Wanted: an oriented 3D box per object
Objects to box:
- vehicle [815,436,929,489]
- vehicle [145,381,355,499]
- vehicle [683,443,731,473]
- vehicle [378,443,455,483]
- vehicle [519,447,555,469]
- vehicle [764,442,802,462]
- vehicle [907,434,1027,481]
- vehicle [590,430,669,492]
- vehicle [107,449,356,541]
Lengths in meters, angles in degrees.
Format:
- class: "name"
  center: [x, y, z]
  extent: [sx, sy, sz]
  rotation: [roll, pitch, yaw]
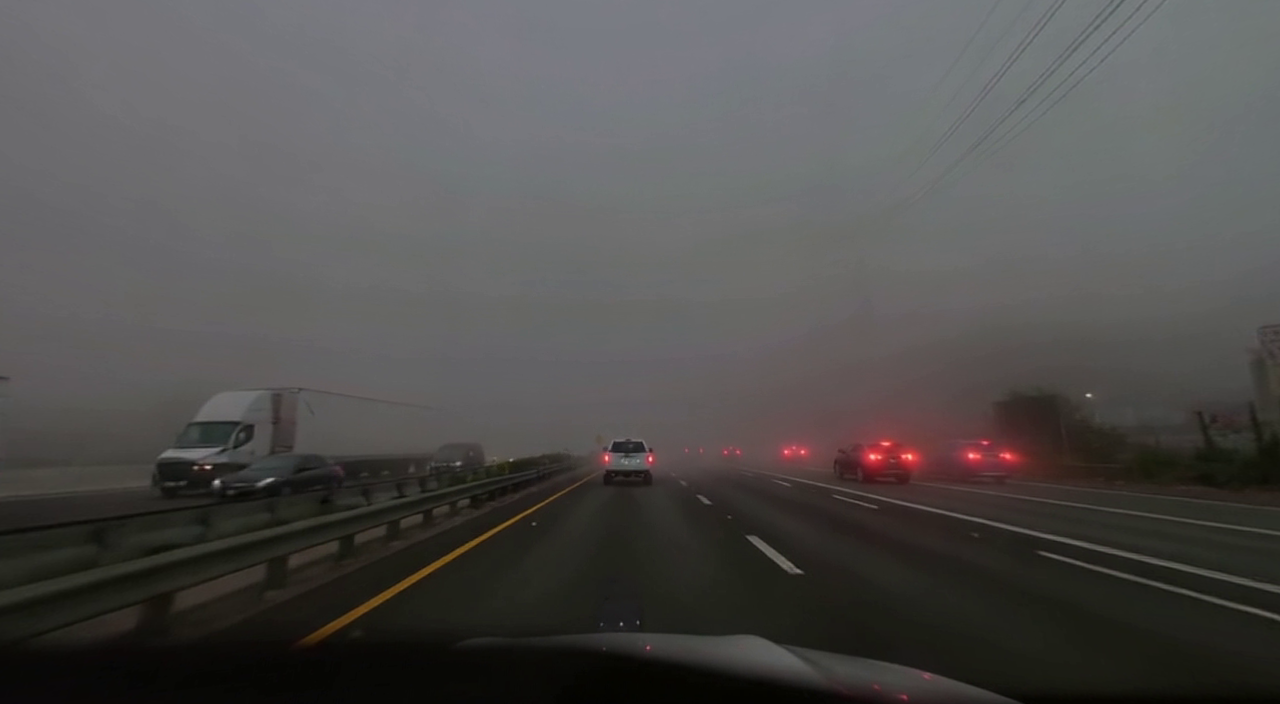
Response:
- class: "vehicle"
  center: [7.145, 3.442, 20.001]
  extent: [1.958, 1.473, 4.201]
  rotation: [0, -9, -1]
- class: "vehicle"
  center: [-15.010, 3.568, 25.444]
  extent: [3.032, 3.968, 8.215]
  rotation: [0, -9, 0]
- class: "vehicle"
  center: [3.488, 5.636, 33.861]
  extent: [1.934, 1.461, 4.368]
  rotation: [0, -9, -2]
- class: "vehicle"
  center: [-11.470, 5.708, 32.821]
  extent: [2.102, 1.874, 5.112]
  rotation: [0, -9, 0]
- class: "vehicle"
  center: [-7.745, 8.016, 47.871]
  extent: [2.011, 1.598, 4.342]
  rotation: [0, -9, 0]
- class: "vehicle"
  center: [11.074, 7.767, 49.188]
  extent: [1.901, 1.485, 4.483]
  rotation: [0, -9, -1]
- class: "vehicle"
  center: [11.381, 3.692, 22.380]
  extent: [1.944, 1.505, 4.138]
  rotation: [0, -9, -1]
- class: "vehicle"
  center: [-0.311, 3.531, 20.801]
  extent: [2.298, 1.809, 4.359]
  rotation: [0, -9, 0]
- class: "vehicle"
  center: [-7.672, 2.675, 12.574]
  extent: [1.897, 1.470, 4.474]
  rotation: [0, -9, 1]
